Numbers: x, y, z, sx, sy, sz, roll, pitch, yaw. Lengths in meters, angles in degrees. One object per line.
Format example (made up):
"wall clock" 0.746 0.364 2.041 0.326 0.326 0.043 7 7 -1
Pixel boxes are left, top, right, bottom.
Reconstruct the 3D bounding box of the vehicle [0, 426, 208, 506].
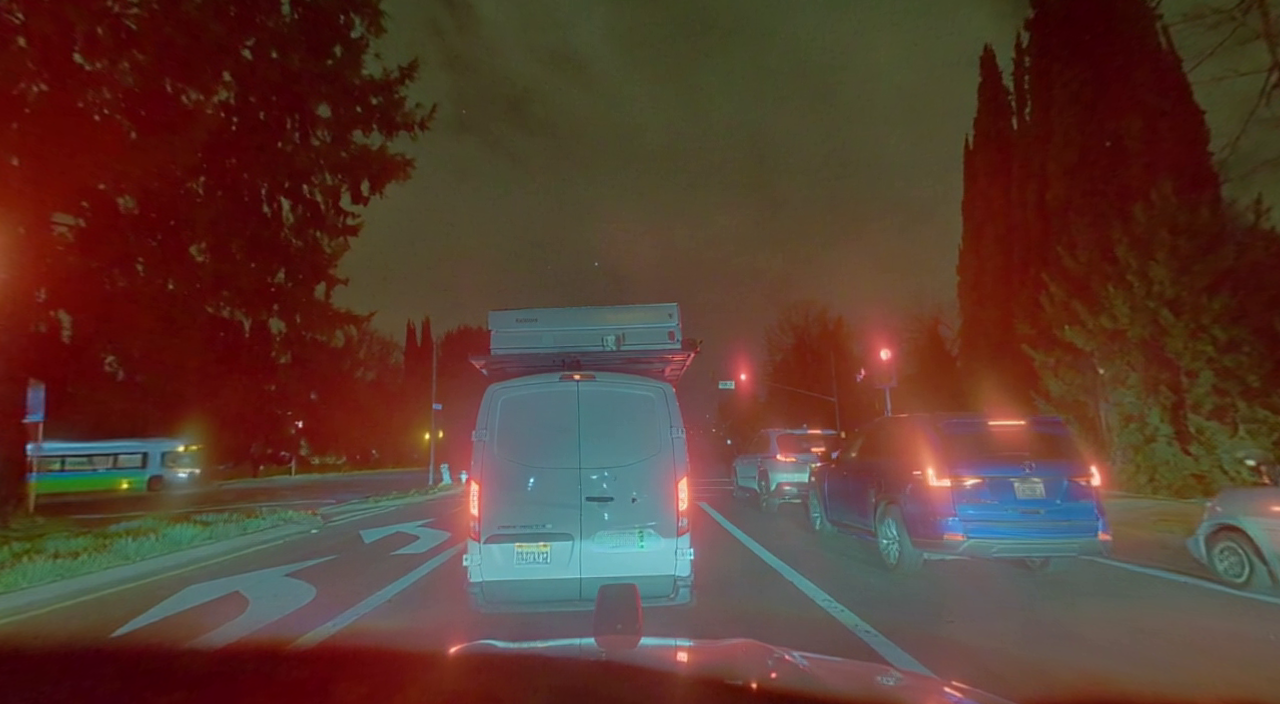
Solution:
"vehicle" -26.648 5.227 28.416 11.969 3.012 2.786 -3 -8 -5

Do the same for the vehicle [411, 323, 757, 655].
"vehicle" -0.361 1.162 6.200 2.145 2.089 4.309 0 -9 0

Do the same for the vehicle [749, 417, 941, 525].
"vehicle" 3.655 2.213 12.267 2.024 1.692 4.252 1 -9 -4

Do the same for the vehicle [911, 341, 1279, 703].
"vehicle" 3.451 0.941 3.401 1.965 1.671 4.146 0 -9 -3
